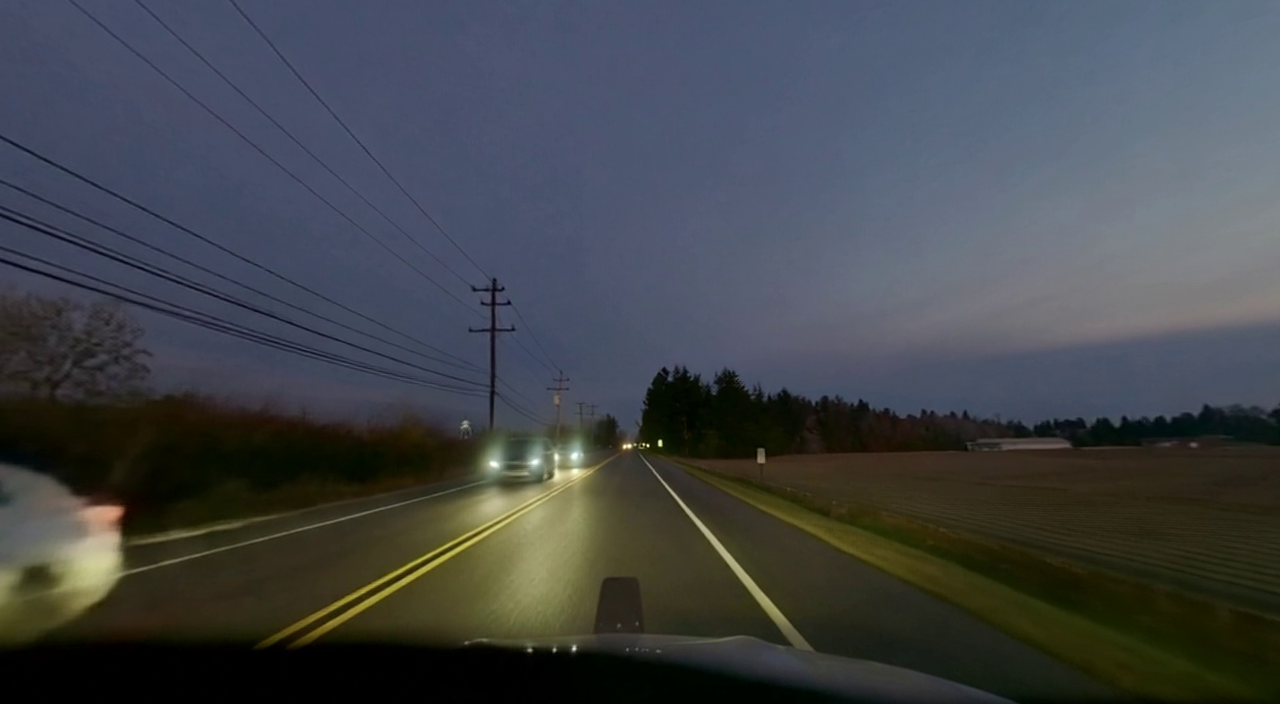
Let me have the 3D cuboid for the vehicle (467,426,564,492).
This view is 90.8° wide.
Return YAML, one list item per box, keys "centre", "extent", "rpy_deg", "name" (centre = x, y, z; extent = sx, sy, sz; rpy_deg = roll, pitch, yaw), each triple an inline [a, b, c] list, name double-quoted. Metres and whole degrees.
- centre: [-4.787, 4.207, 25.405]
  extent: [2.762, 2.167, 6.359]
  rpy_deg: [-2, -8, -2]
  name: "vehicle"
